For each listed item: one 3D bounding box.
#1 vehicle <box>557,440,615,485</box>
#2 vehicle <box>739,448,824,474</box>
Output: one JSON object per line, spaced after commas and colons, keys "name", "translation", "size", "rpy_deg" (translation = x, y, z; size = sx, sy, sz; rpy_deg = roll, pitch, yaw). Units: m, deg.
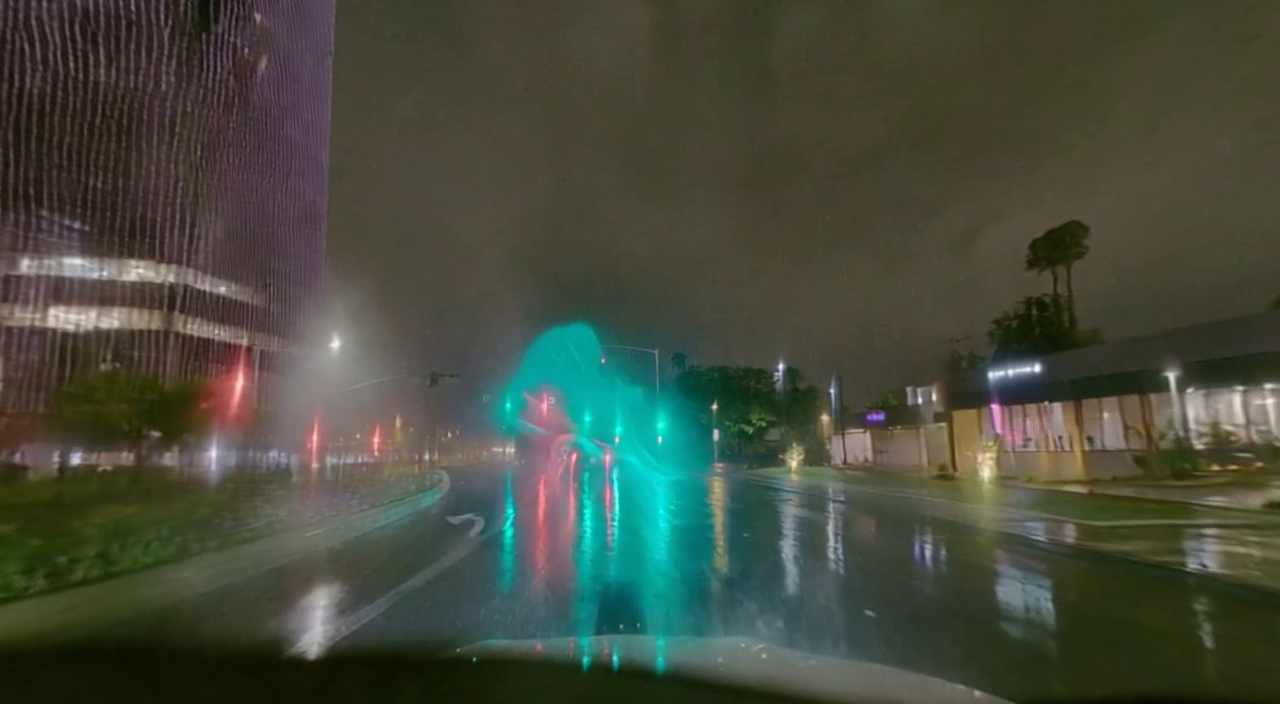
{"name": "vehicle", "translation": [-2.251, 4.555, 26.235], "size": [2.183, 1.675, 4.319], "rpy_deg": [1, -9, -5]}
{"name": "vehicle", "translation": [8.416, 6.562, 37.900], "size": [4.645, 1.505, 2.100], "rpy_deg": [0, -9, 2]}
